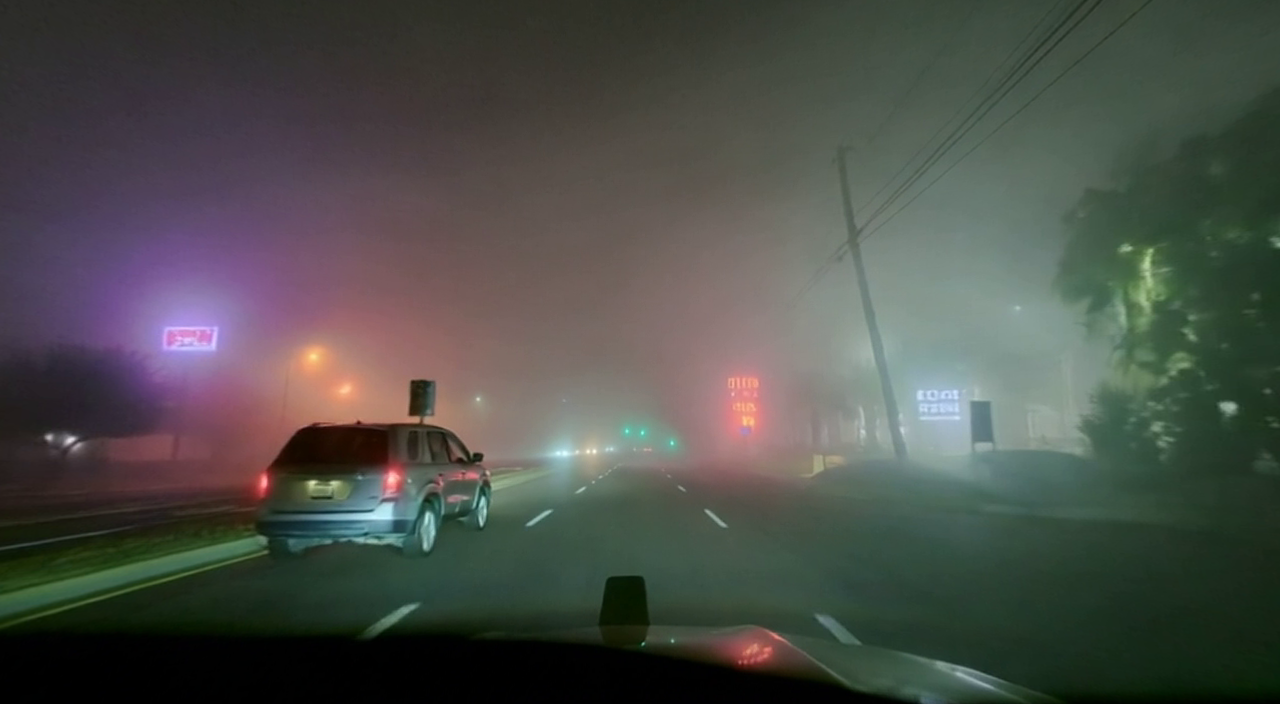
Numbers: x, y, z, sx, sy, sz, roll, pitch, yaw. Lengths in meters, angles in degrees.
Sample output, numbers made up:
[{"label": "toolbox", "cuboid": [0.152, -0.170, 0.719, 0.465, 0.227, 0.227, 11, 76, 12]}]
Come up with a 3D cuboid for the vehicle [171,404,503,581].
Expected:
[{"label": "vehicle", "cuboid": [-3.452, 1.706, 8.501, 2.062, 1.693, 4.669, 0, -9, 1]}]
